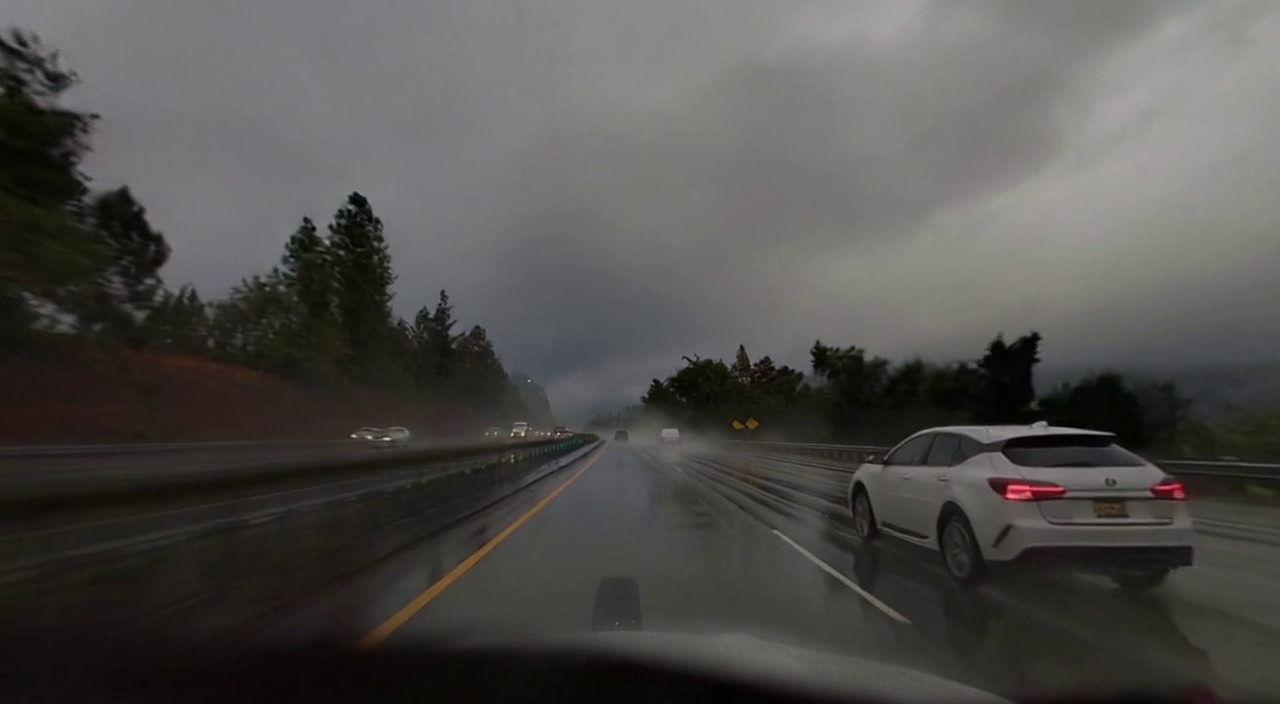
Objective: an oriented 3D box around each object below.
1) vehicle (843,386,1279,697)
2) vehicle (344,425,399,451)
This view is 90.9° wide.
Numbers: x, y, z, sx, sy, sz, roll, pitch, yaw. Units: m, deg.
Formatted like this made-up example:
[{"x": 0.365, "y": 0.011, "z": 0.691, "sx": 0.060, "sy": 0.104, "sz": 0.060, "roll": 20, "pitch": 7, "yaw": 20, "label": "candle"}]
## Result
[{"x": 3.350, "y": 1.218, "z": 5.199, "sx": 2.002, "sy": 1.569, "sz": 3.845, "roll": 0, "pitch": -8, "yaw": -1, "label": "vehicle"}, {"x": -16.930, "y": 5.464, "z": 39.941, "sx": 1.799, "sy": 1.545, "sz": 3.977, "roll": 0, "pitch": -8, "yaw": -1, "label": "vehicle"}]
